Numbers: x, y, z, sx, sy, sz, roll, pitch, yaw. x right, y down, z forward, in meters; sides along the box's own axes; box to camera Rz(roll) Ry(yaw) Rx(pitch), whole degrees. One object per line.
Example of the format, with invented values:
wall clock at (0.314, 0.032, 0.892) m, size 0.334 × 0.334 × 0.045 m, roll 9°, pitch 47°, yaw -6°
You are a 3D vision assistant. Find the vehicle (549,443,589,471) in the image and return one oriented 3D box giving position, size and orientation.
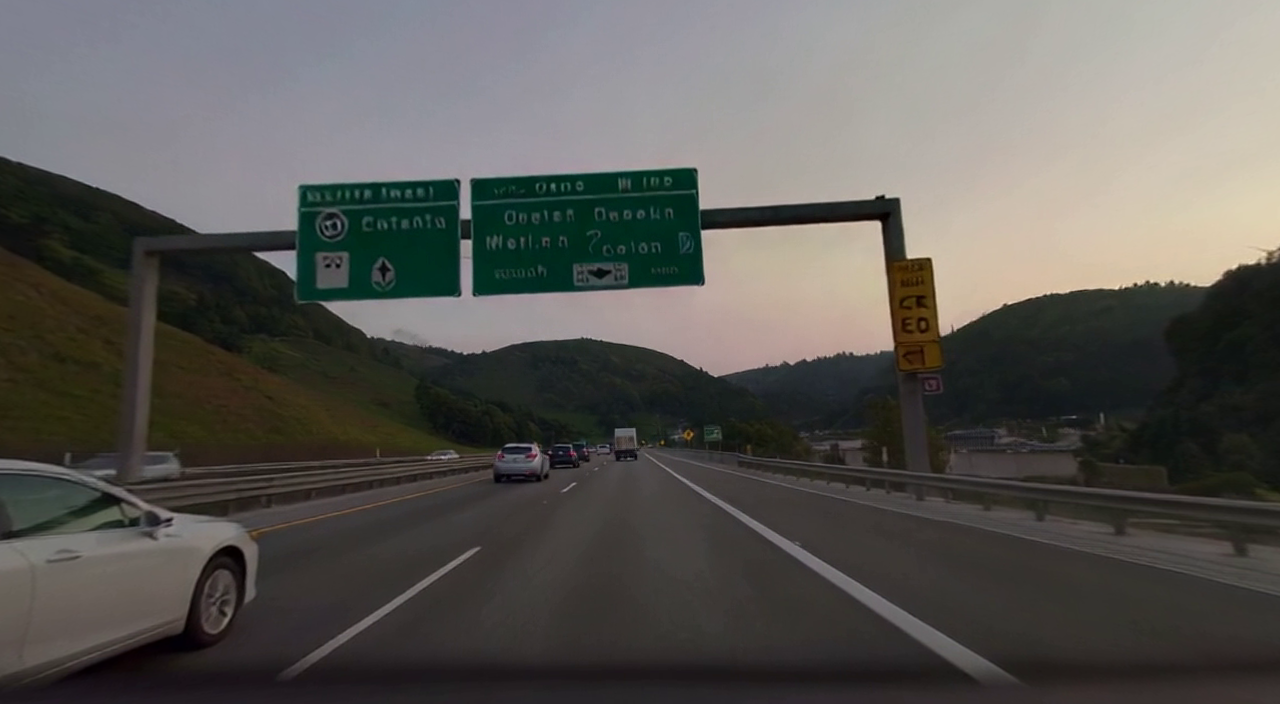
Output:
vehicle at (-4.397, 6.560, 39.538) m, size 2.044 × 1.624 × 4.032 m, roll 0°, pitch -9°, yaw 0°

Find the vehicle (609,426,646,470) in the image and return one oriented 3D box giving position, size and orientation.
vehicle at (-0.797, 6.281, 41.121) m, size 2.227 × 2.611 × 5.900 m, roll 0°, pitch -9°, yaw -1°

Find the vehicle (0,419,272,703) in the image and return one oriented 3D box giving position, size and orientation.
vehicle at (-3.861, 1.000, 2.616) m, size 1.988 × 1.440 × 4.504 m, roll 0°, pitch -9°, yaw -1°

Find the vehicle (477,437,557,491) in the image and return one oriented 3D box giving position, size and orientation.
vehicle at (-4.234, 3.926, 22.426) m, size 2.073 × 1.694 × 4.162 m, roll 0°, pitch -9°, yaw -1°
